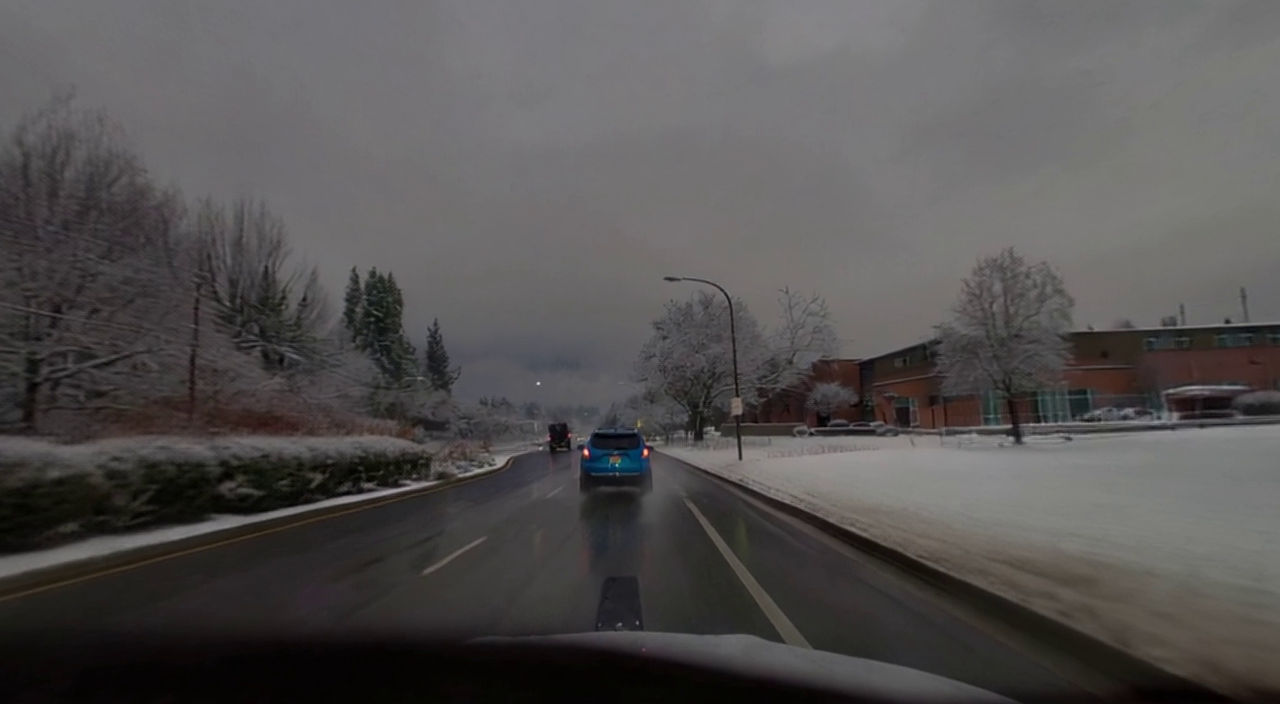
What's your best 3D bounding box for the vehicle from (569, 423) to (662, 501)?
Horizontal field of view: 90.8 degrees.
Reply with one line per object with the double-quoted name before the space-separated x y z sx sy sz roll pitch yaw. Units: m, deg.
"vehicle" -0.591 2.834 16.703 2.131 1.761 4.242 0 -8 -1
